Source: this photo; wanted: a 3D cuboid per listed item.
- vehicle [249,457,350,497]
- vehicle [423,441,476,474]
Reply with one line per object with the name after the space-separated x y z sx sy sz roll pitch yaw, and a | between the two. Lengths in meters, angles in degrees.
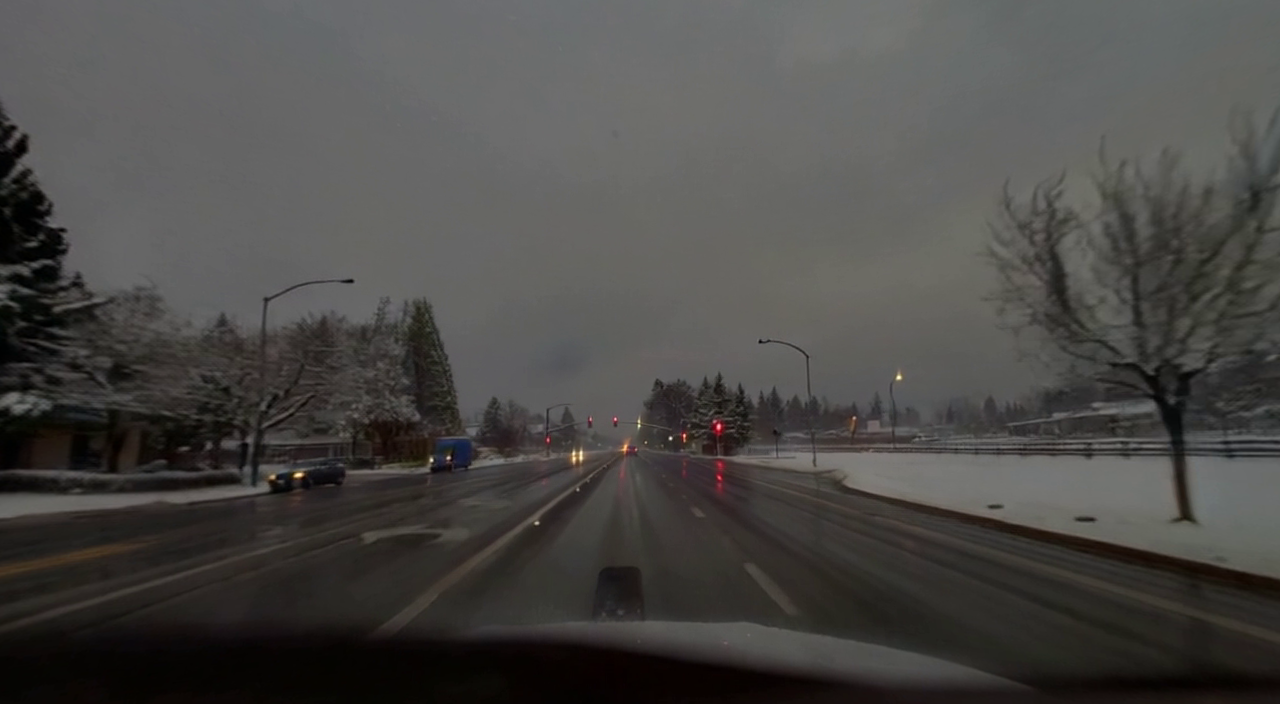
-14.115 5.179 26.510 1.888 1.470 4.282 0 -8 -1 | vehicle
-13.899 7.713 46.424 2.346 2.217 5.290 0 -8 -2 | vehicle
